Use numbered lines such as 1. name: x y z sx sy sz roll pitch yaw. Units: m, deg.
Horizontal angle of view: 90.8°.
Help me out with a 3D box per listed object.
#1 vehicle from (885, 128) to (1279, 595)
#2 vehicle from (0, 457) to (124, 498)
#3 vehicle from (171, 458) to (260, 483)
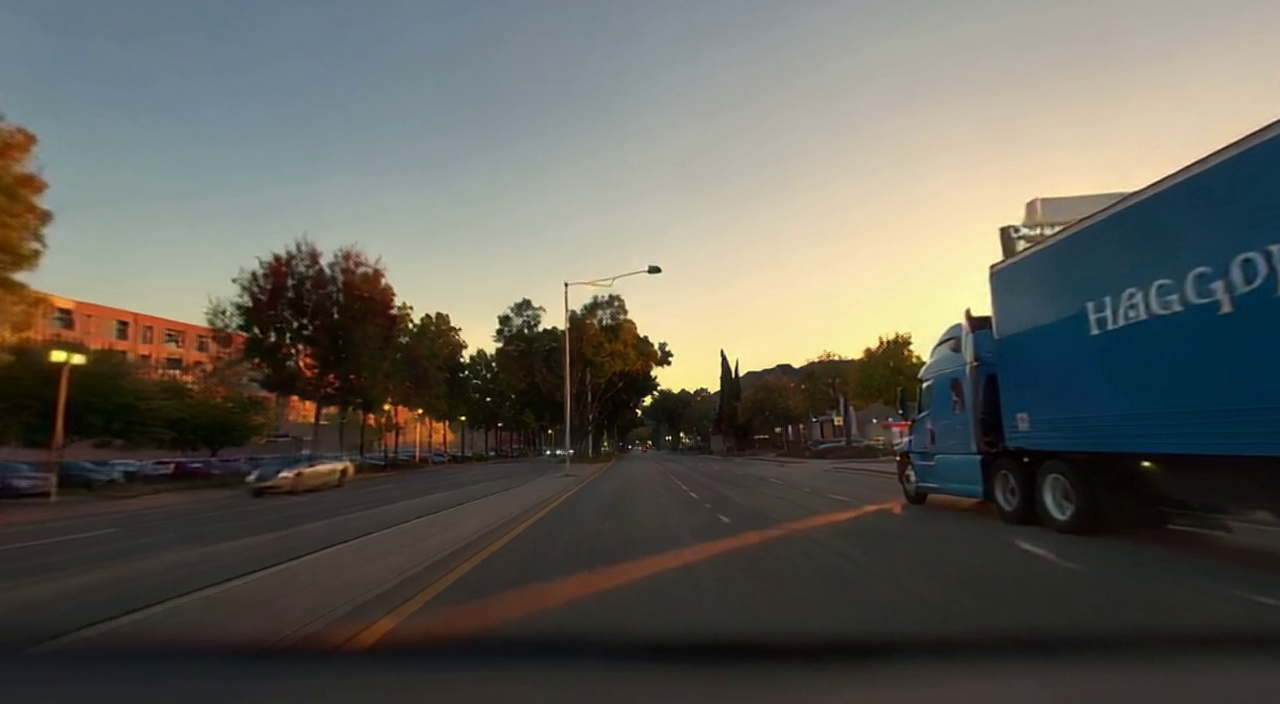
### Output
1. vehicle: 6.782 0.381 7.260 3.120 3.794 11.510 0 -8 -1
2. vehicle: -27.992 5.924 30.123 4.923 1.725 2.088 5 -10 -34
3. vehicle: -28.059 7.834 41.866 4.576 1.426 1.886 7 -11 -42
